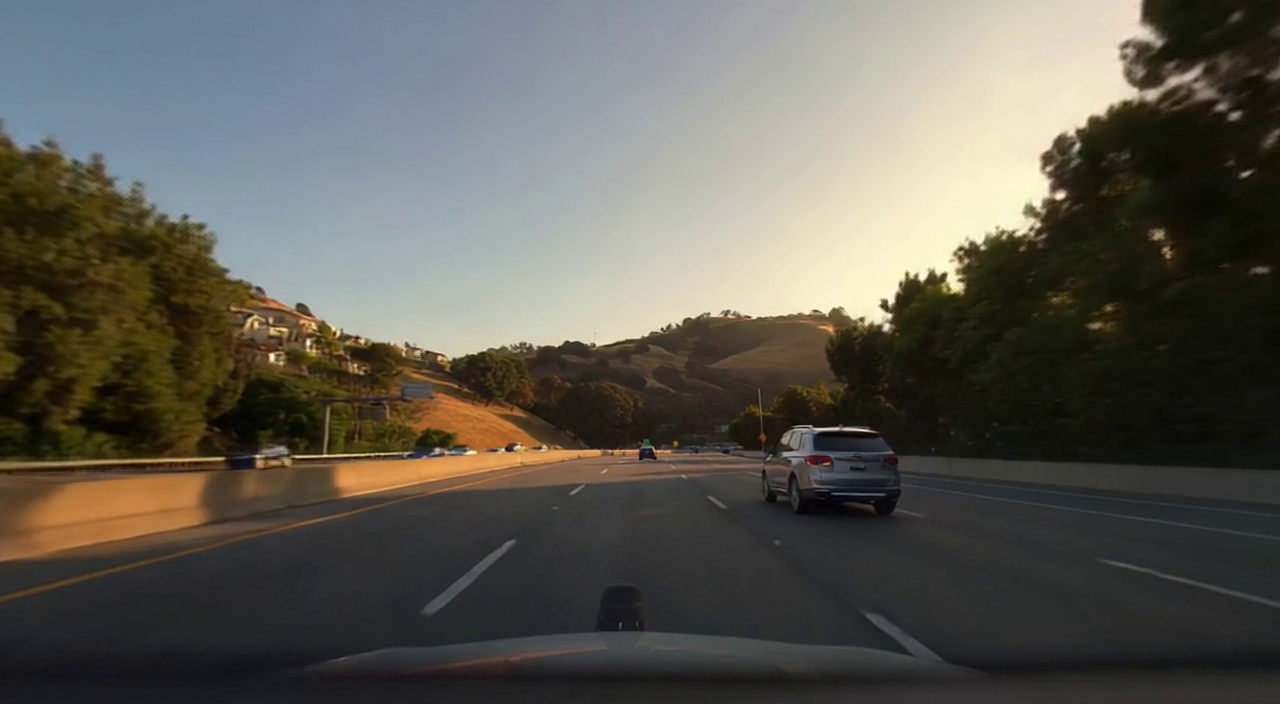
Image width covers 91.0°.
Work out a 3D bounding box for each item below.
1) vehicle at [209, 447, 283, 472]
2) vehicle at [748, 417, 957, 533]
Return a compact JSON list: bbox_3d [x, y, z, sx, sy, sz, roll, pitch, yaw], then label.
[{"bbox_3d":[-28.051,7.624,45.009,2.026,1.649,4.651,-1,-9,5],"label":"vehicle"},{"bbox_3d":[3.677,2.245,12.061,2.318,1.766,4.587,0,-9,-1],"label":"vehicle"}]
